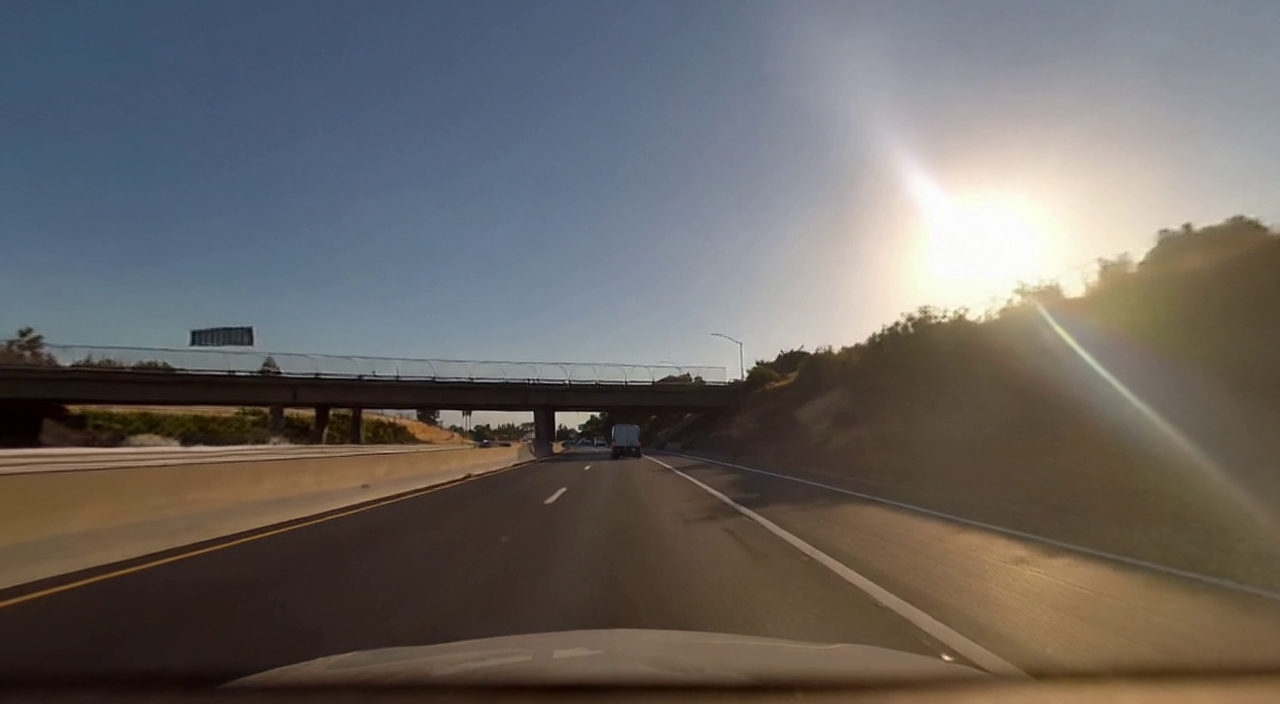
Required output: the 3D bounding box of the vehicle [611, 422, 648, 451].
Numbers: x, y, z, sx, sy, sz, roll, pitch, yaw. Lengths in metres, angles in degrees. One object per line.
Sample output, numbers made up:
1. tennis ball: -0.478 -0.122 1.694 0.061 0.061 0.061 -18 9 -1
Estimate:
1. vehicle: -0.695 5.253 39.085 2.157 1.647 4.524 0 -8 -3
